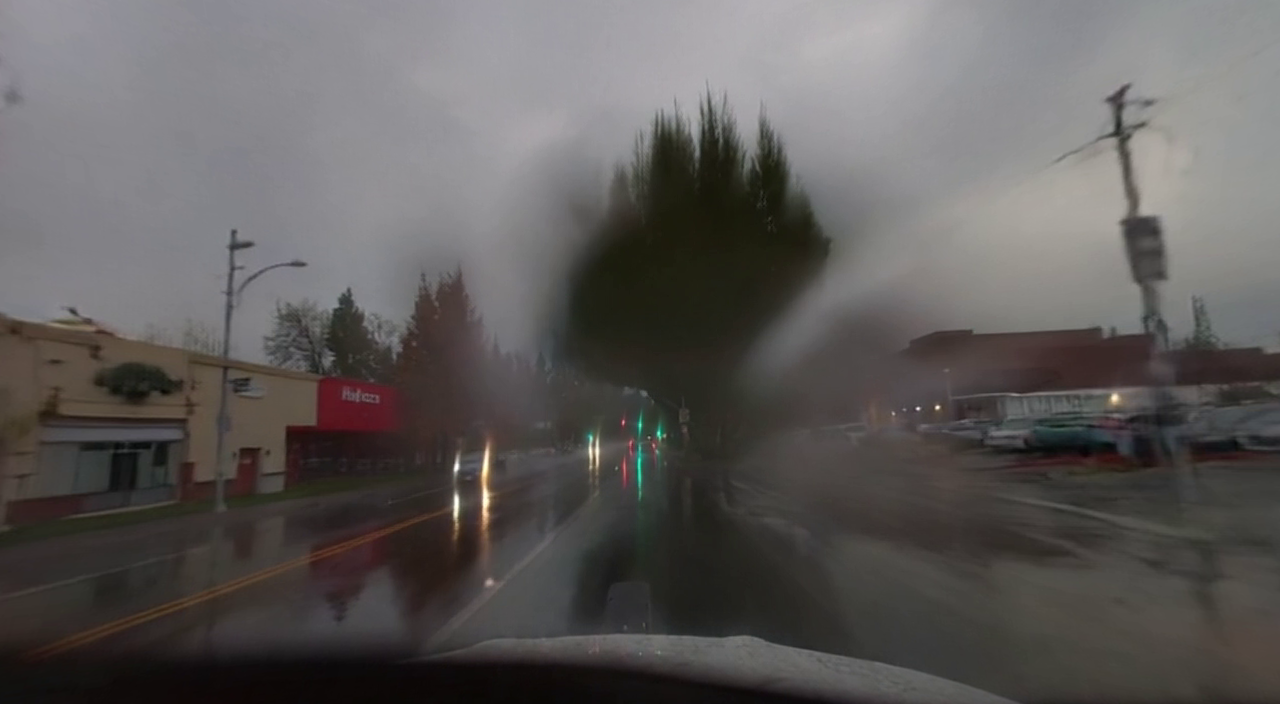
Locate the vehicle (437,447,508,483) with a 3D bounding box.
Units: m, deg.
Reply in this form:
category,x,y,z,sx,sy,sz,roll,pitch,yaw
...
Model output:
category,x,y,z,sx,sy,sz,roll,pitch,yaw
vehicle,-7.784,5.283,29.778,1.925,1.502,4.359,-1,-8,3
